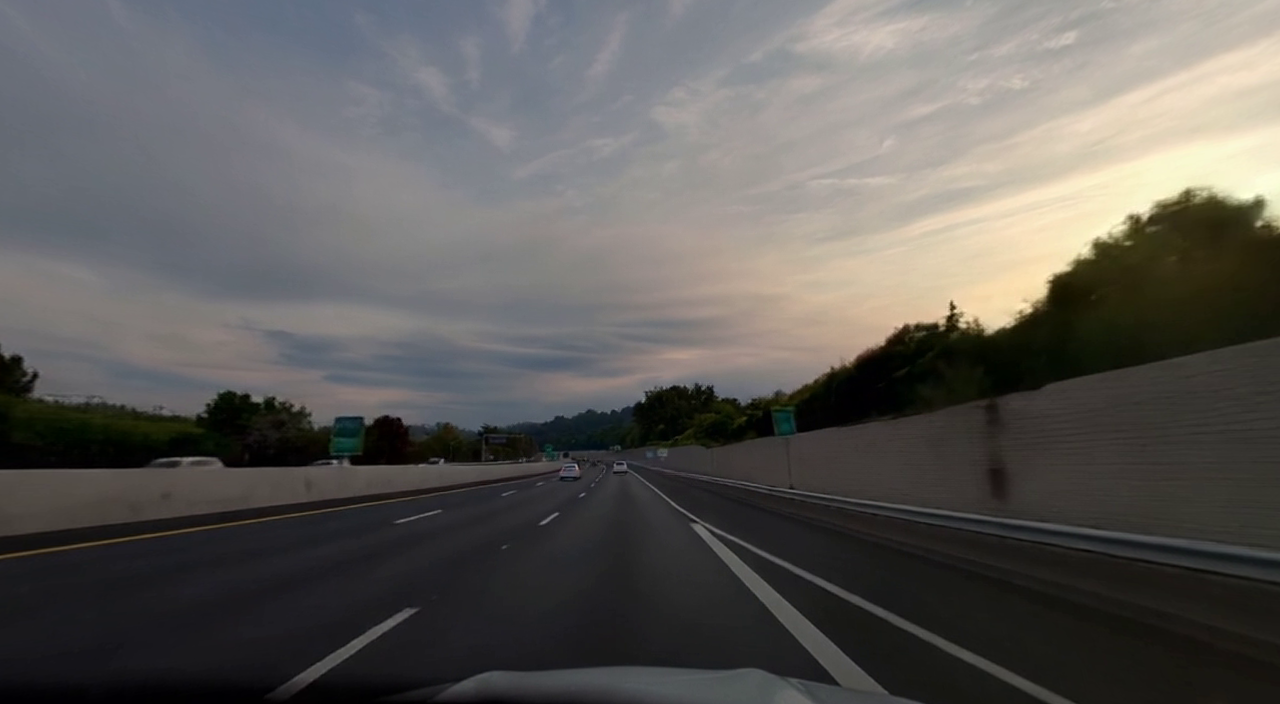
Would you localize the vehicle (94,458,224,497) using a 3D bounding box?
[{"bbox_3d":[-20.301,5.323,26.871,2.038,1.507,4.425,1,-11,0],"label":"vehicle"}]

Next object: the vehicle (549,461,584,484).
[{"bbox_3d":[-5.304,8.770,45.855,2.039,1.605,4.365,1,-11,-1],"label":"vehicle"}]

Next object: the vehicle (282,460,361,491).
[{"bbox_3d":[-16.714,6.528,33.325,1.839,1.478,4.496,1,-11,-1],"label":"vehicle"}]
